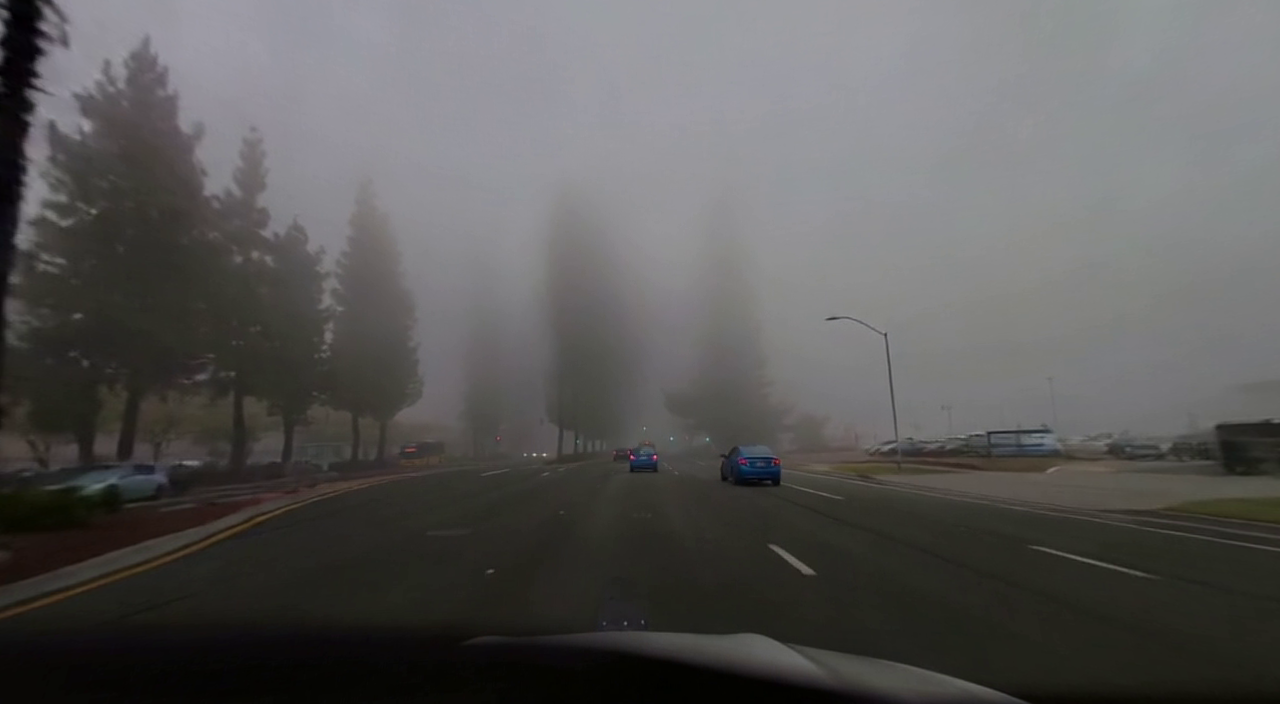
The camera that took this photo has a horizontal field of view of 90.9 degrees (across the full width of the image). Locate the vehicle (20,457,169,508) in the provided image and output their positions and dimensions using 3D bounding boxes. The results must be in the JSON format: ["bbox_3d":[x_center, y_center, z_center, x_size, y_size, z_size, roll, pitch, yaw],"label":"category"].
[{"bbox_3d":[-21.298,5.070,24.898,1.921,1.728,4.364,0,-8,0],"label":"vehicle"}]

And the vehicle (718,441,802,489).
[{"bbox_3d":[4.075,3.895,22.170,2.067,1.497,4.327,0,-8,0],"label":"vehicle"}]

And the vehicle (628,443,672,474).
[{"bbox_3d":[0.487,5.477,32.724,2.144,1.505,4.128,0,-8,0],"label":"vehicle"}]
